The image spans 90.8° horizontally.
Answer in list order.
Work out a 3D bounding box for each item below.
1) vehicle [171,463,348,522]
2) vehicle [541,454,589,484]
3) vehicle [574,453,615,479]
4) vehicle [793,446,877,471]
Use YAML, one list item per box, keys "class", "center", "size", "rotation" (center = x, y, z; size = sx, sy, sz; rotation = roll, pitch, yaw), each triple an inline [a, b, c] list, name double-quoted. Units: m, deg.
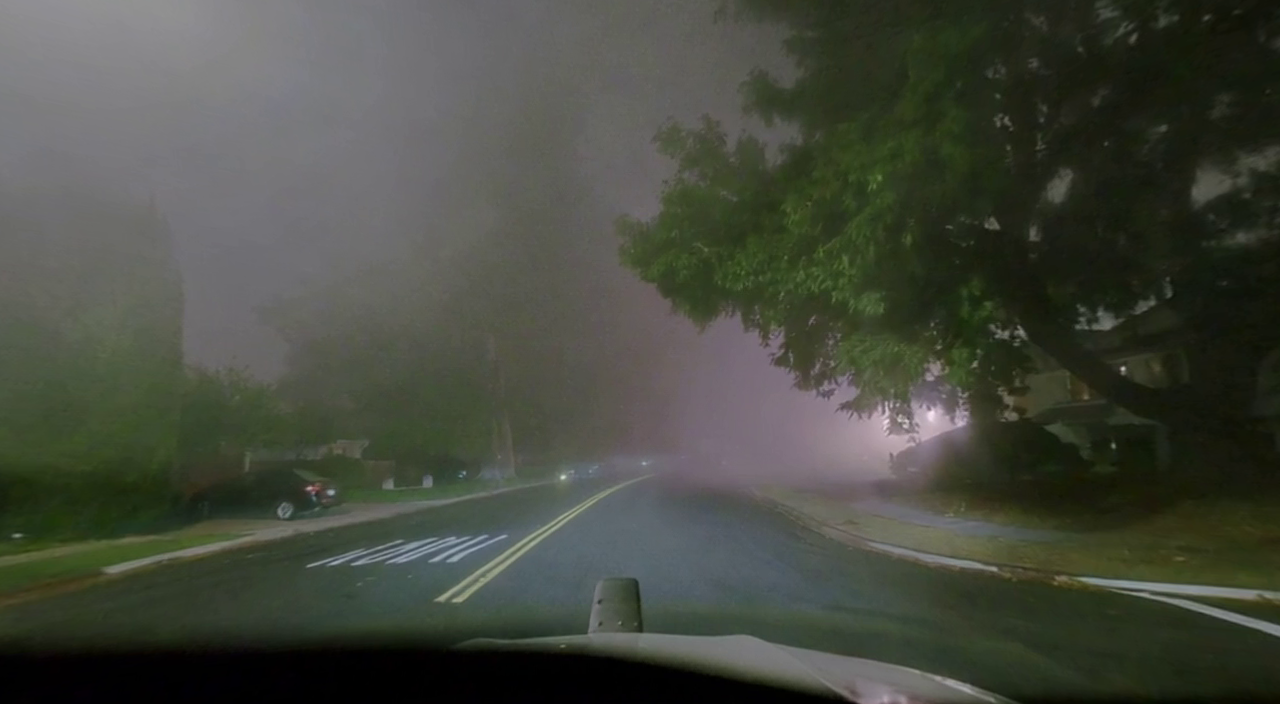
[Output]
- class: "vehicle"
  center: [-10.574, 3.870, 17.661]
  size: [3.947, 1.442, 1.858]
  rotation: [-2, -9, 12]
- class: "vehicle"
  center: [-4.418, 7.097, 37.924]
  size: [1.886, 1.494, 4.149]
  rotation: [-2, -14, 7]
- class: "vehicle"
  center: [-3.180, 8.203, 45.128]
  size: [1.972, 1.536, 4.347]
  rotation: [-2, -14, 8]
- class: "vehicle"
  center: [12.364, 6.756, 40.205]
  size: [4.744, 1.507, 1.953]
  rotation: [-1, -8, 5]
